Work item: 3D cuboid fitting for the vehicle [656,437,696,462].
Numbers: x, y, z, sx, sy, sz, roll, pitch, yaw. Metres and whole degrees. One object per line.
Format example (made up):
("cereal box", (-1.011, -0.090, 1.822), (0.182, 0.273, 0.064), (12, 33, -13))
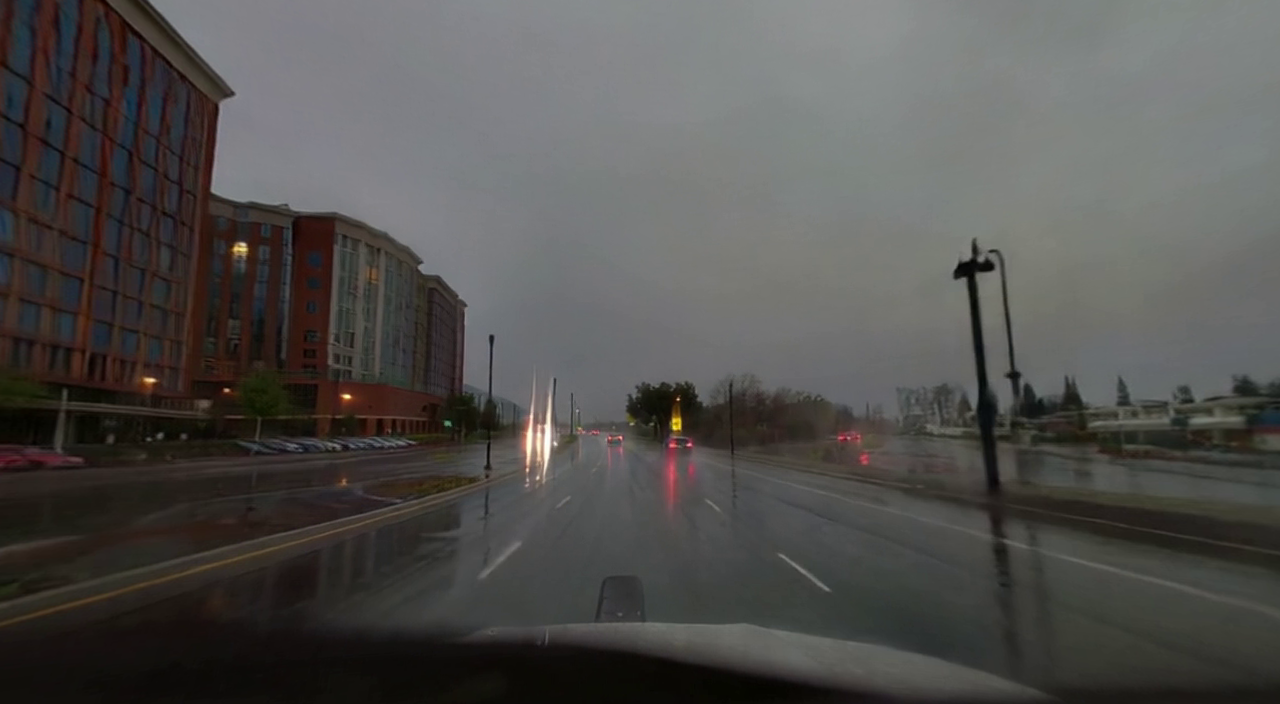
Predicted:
("vehicle", (2.251, 6.248, 40.634), (2.090, 1.506, 4.382), (0, -8, -3))
